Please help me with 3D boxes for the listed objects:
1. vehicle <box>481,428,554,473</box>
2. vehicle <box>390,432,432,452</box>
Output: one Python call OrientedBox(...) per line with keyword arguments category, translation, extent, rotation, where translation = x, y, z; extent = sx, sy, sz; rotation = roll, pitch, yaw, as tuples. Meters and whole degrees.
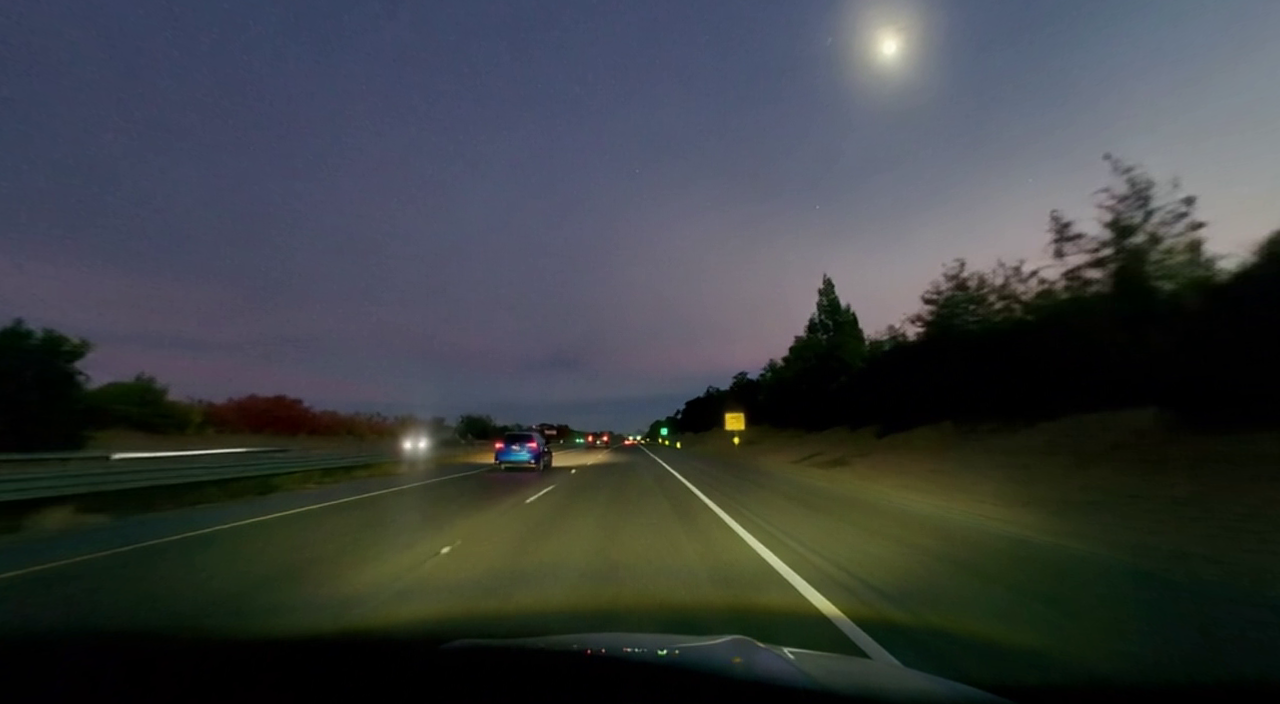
OrientedBox(category="vehicle", translation=(-4.799, 3.910, 25.343), extent=(2.070, 1.647, 4.577), rotation=(0, -8, -1))
OrientedBox(category="vehicle", translation=(-17.592, 6.910, 48.513), extent=(1.840, 1.483, 3.848), rotation=(0, -8, -1))
